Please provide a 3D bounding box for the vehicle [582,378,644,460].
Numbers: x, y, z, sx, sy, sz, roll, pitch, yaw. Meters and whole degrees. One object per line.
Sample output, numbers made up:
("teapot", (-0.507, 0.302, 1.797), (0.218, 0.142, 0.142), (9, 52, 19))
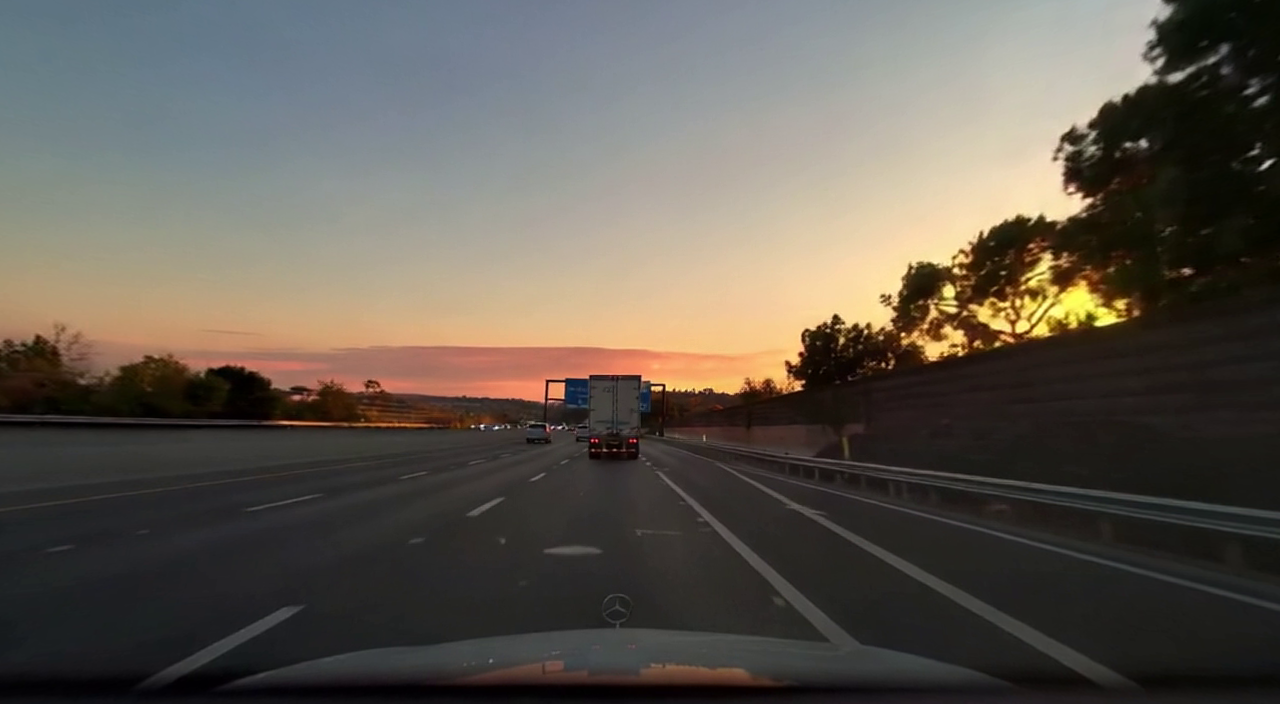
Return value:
("vehicle", (-1.610, 4.096, 37.006), (3.002, 3.987, 12.477), (0, -8, -3))
